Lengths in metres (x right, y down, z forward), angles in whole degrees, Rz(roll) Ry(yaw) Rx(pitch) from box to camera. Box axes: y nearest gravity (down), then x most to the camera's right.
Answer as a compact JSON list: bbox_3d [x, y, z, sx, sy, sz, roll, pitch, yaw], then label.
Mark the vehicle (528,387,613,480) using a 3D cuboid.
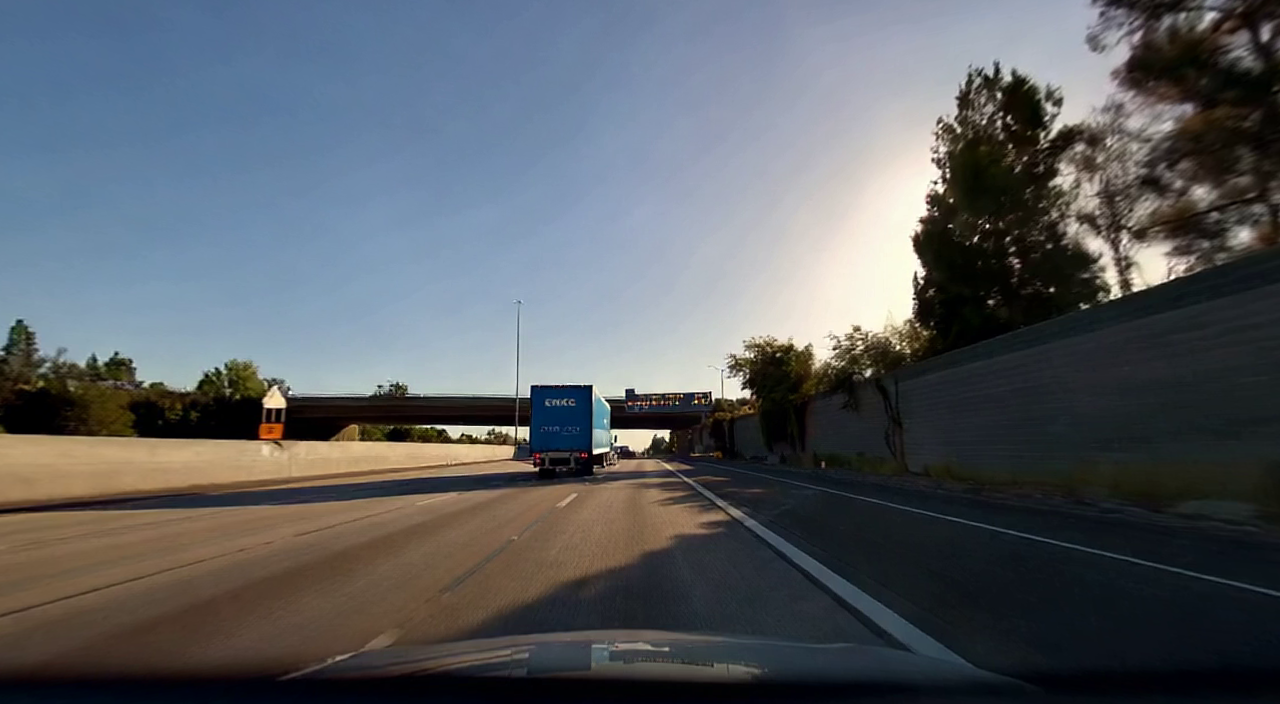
[{"bbox_3d":[-3.220,4.336,32.596,3.059,3.956,11.036,0,-9,0],"label":"vehicle"}]
